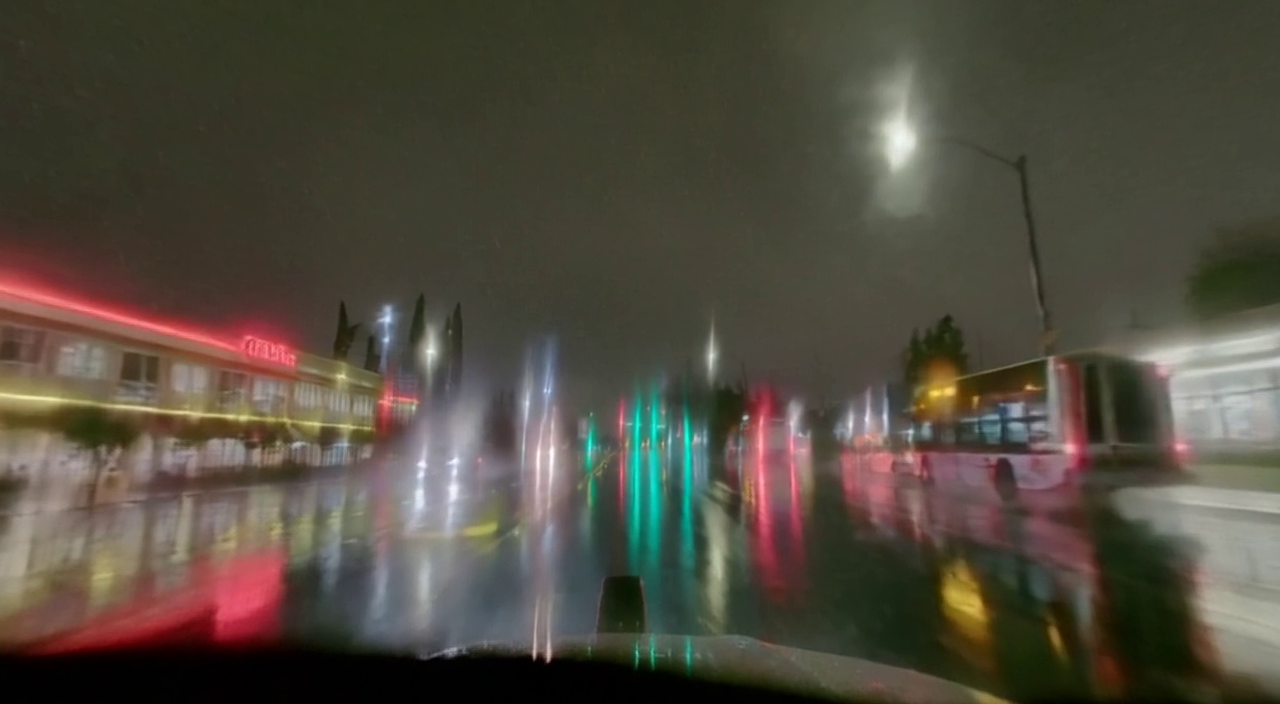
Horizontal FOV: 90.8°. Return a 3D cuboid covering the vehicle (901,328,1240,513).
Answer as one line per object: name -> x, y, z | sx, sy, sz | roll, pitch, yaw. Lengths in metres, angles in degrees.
vehicle -> 9.944, 1.855, 16.214 | 2.897, 3.584, 7.857 | 0, -8, -2

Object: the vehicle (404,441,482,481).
vehicle -> -8.931, 4.967, 29.174 | 1.939, 1.643, 4.975 | 0, -8, 1

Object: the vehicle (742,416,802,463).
vehicle -> 9.791, 6.610, 47.604 | 2.923, 3.249, 6.993 | 0, -8, 0
